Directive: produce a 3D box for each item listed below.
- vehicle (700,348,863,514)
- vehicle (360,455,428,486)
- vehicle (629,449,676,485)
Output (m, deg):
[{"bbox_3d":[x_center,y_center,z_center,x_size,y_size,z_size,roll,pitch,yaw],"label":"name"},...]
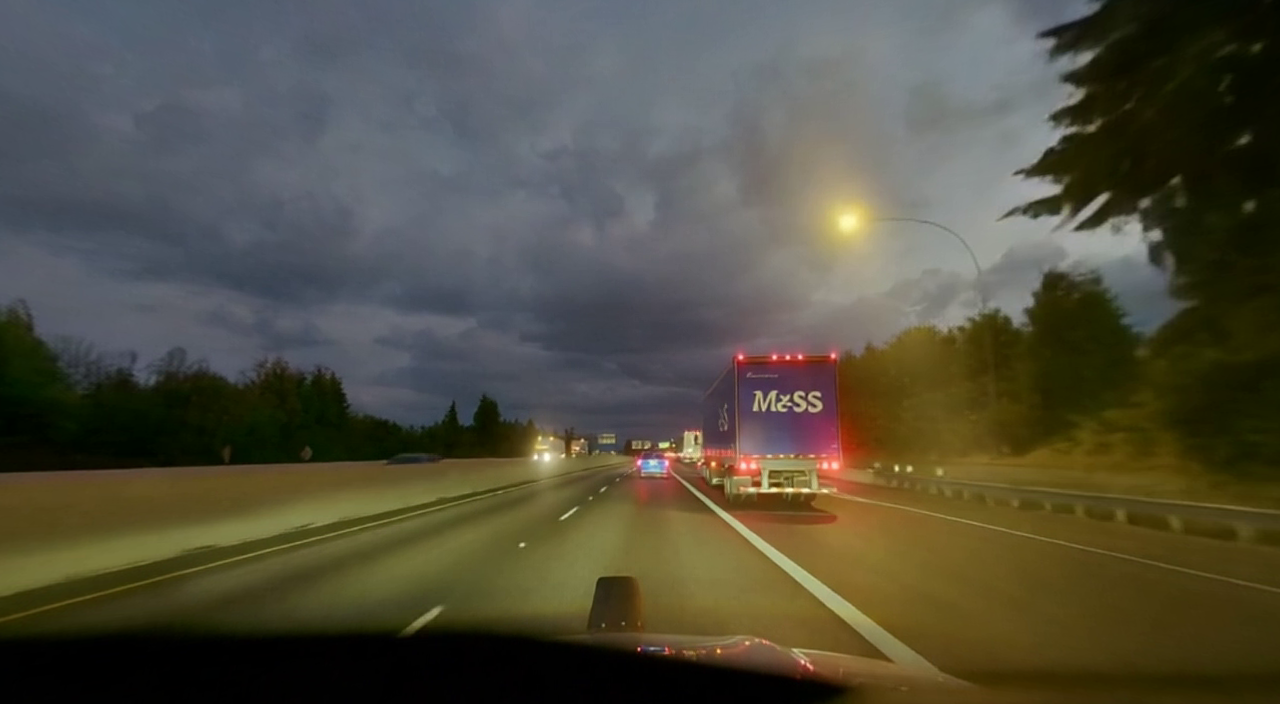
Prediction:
[{"bbox_3d":[4.179,3.013,22.771,3.002,4.104,14.174,0,-9,2],"label":"vehicle"},{"bbox_3d":[-12.848,6.215,33.204,1.804,1.450,4.182,0,-9,2],"label":"vehicle"},{"bbox_3d":[0.605,5.582,30.977,2.121,1.642,3.828,0,-9,1],"label":"vehicle"}]
